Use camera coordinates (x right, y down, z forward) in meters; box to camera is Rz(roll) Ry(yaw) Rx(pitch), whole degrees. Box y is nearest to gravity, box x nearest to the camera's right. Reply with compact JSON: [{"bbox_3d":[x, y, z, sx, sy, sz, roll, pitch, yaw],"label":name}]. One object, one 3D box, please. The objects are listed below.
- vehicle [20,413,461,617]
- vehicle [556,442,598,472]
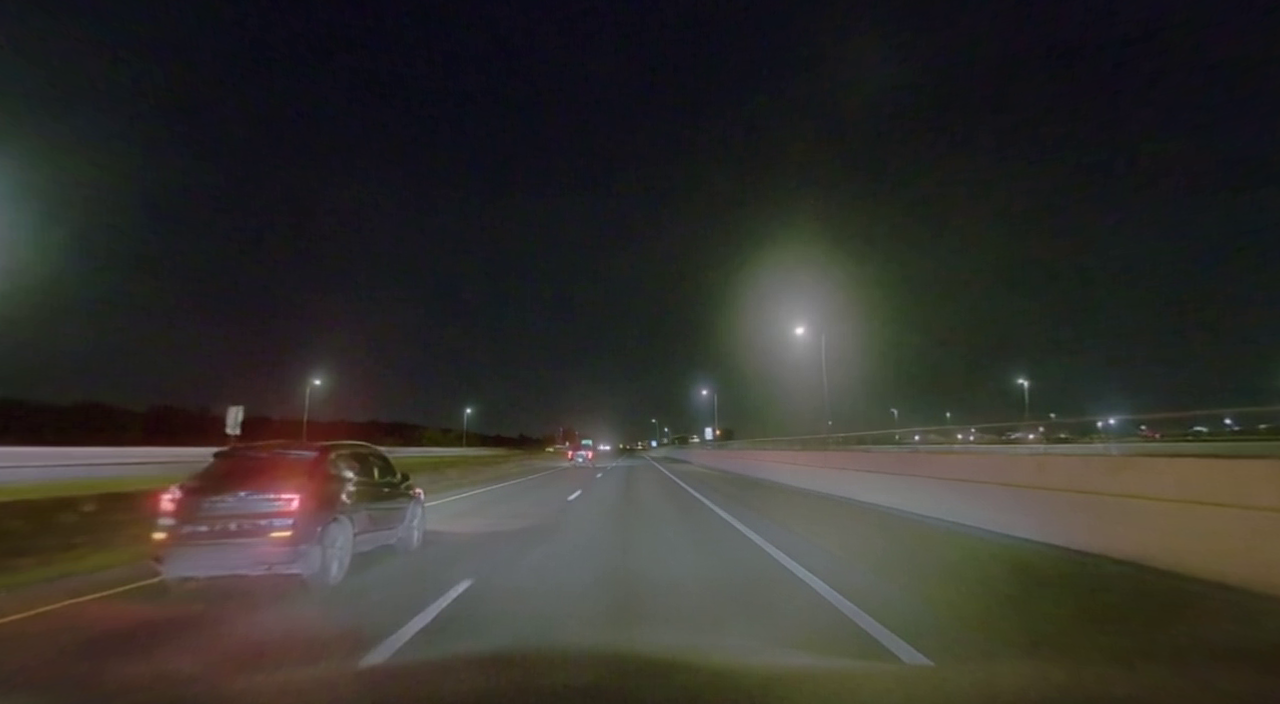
[{"bbox_3d":[-3.775,1.610,7.144,2.195,1.573,4.176,0,-9,1],"label":"vehicle"},{"bbox_3d":[-3.794,6.402,38.707,2.133,1.683,4.340,1,-9,0],"label":"vehicle"}]
